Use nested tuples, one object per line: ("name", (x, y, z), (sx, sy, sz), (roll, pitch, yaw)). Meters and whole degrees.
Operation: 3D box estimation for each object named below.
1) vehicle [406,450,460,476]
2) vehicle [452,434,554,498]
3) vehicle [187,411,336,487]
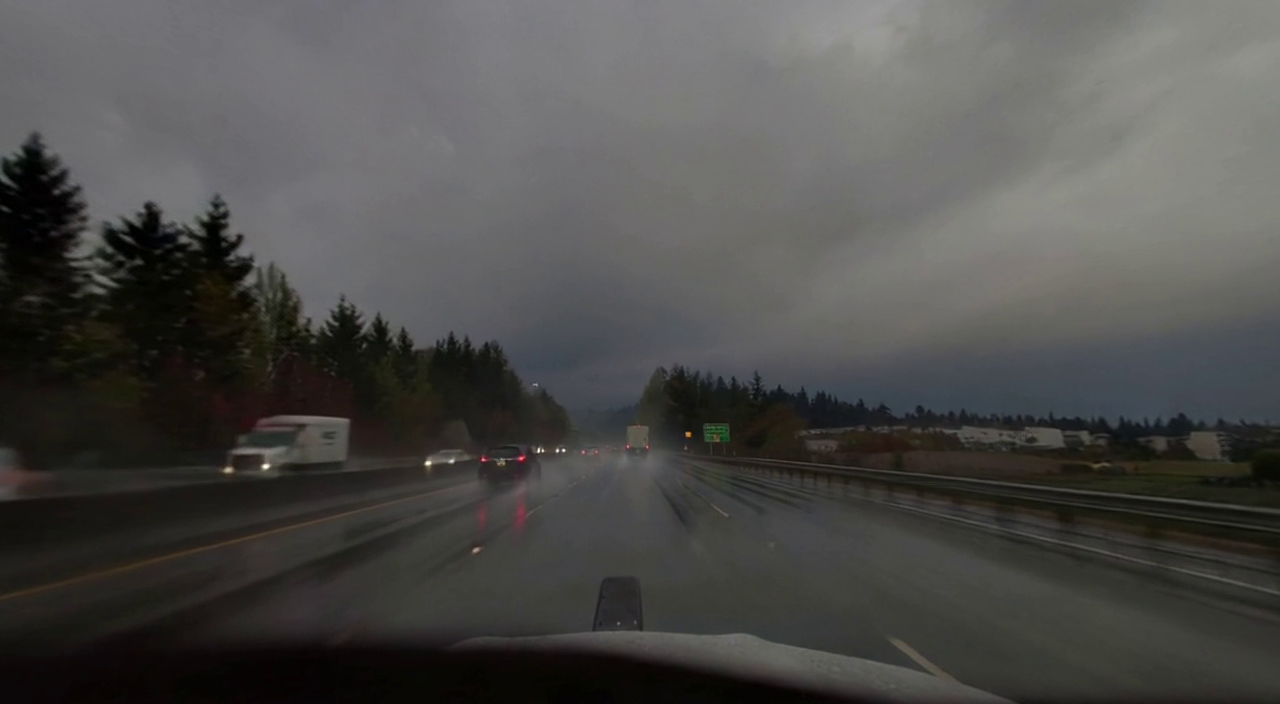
("vehicle", (-12.790, 6.863, 38.977), (1.864, 1.503, 4.389), (0, -9, 0))
("vehicle", (-3.992, 3.411, 19.094), (2.151, 1.693, 4.201), (0, -9, 0))
("vehicle", (-17.321, 4.516, 29.410), (2.523, 3.082, 6.976), (-1, -9, 1))
